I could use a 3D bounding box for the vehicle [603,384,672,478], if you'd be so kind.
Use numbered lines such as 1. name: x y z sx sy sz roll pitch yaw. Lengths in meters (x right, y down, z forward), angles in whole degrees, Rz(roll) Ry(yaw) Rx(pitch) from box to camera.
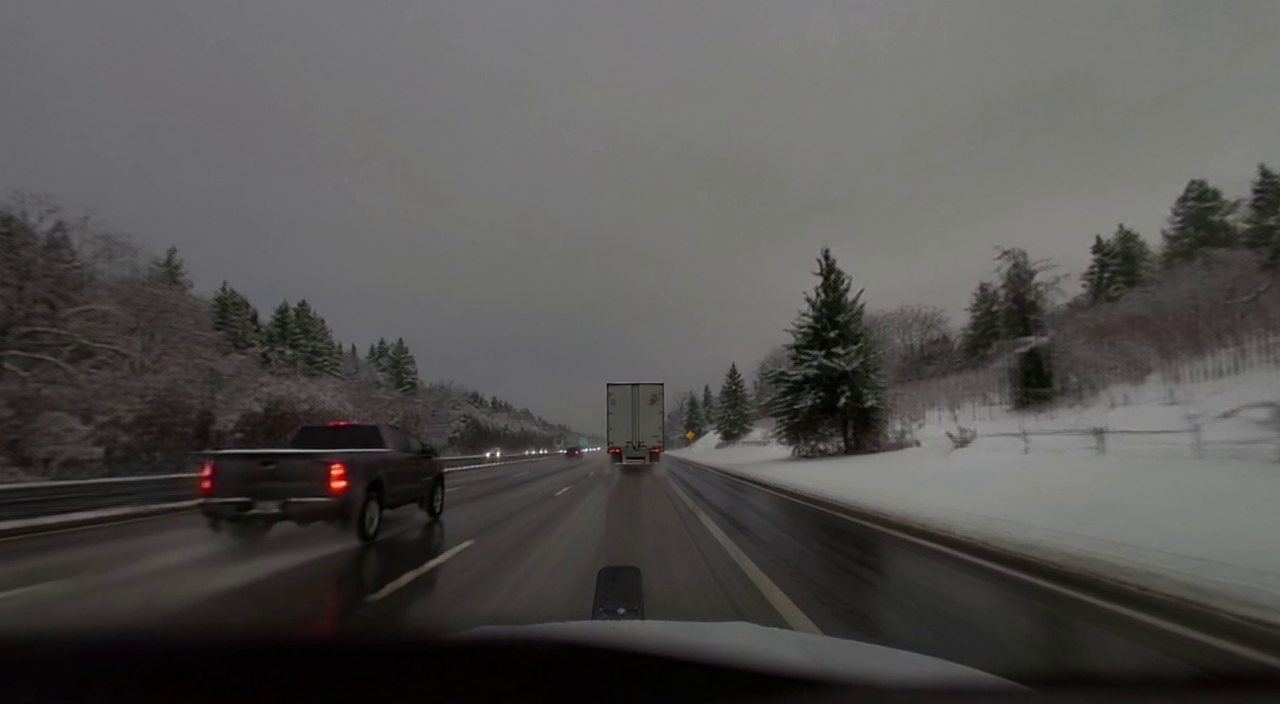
1. vehicle: -0.179 4.318 33.509 3.052 4.132 11.336 0 -9 -1

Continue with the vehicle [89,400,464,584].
1. vehicle: -4.368 1.785 8.906 2.285 1.833 4.984 0 -9 0
